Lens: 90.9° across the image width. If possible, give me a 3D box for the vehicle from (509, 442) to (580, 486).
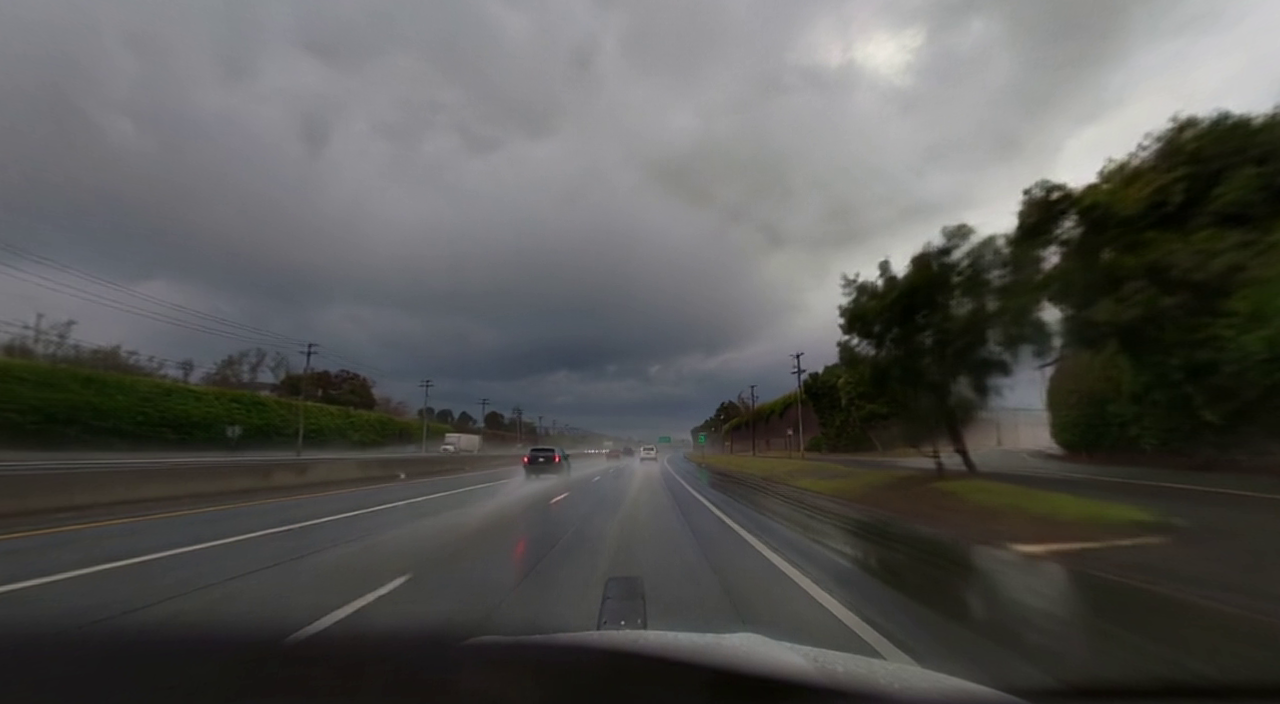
[{"bbox_3d":[-4.009,4.797,27.247,2.263,1.696,4.321,0,-9,1],"label":"vehicle"}]
